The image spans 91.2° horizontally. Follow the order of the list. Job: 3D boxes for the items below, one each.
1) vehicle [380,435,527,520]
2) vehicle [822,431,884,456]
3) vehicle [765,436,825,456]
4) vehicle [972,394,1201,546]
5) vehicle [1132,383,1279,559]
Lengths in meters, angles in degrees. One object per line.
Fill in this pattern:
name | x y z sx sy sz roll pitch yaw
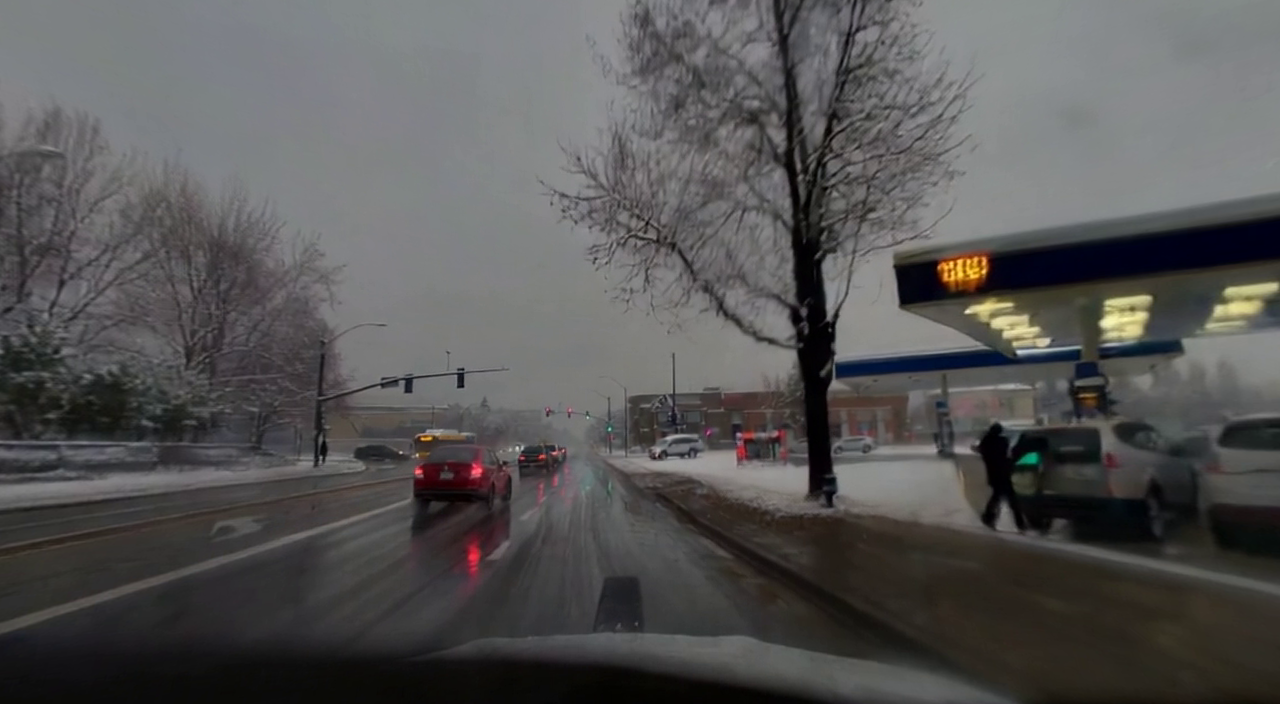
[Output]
vehicle | -3.706 2.567 13.301 2.092 1.507 4.078 0 -9 -4
vehicle | 16.951 7.276 49.894 4.172 1.687 1.773 -3 -8 -6
vehicle | 12.225 7.446 49.576 4.064 1.507 2.078 1 -9 -5
vehicle | 6.743 1.559 9.309 4.030 1.709 1.840 3 -9 -43
vehicle | 7.591 1.322 7.327 4.481 1.610 2.048 8 -12 -42
